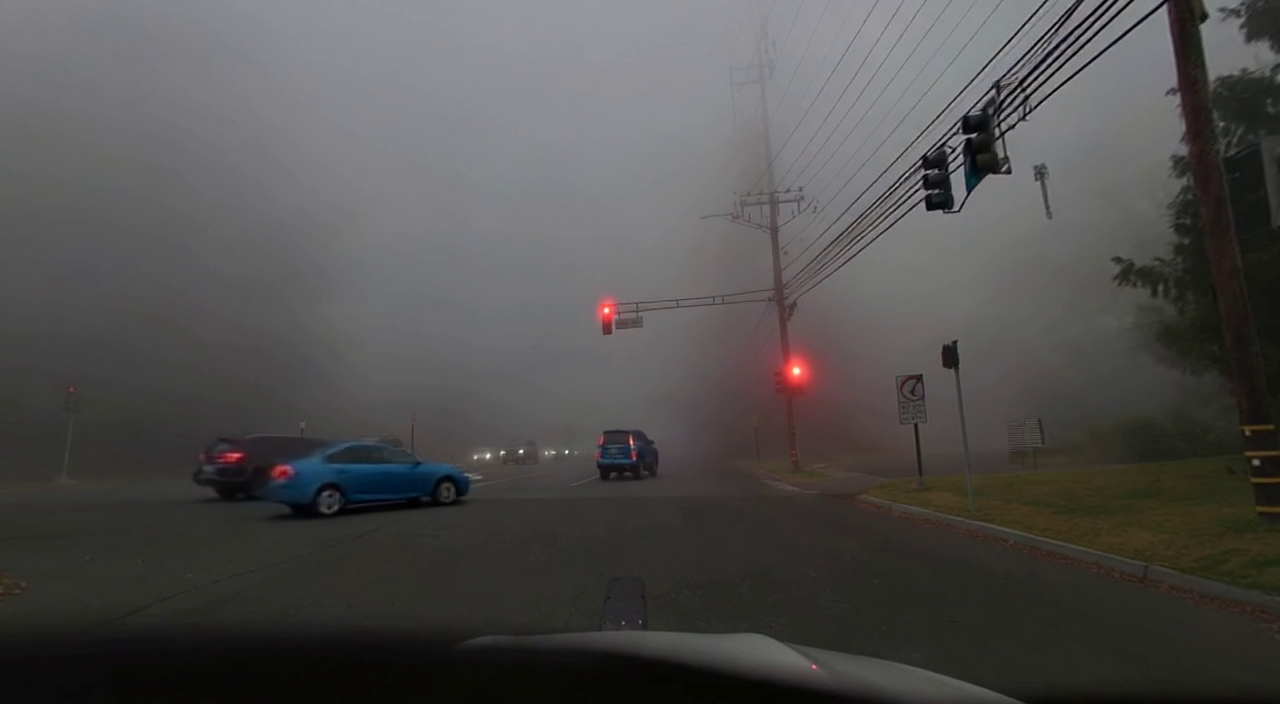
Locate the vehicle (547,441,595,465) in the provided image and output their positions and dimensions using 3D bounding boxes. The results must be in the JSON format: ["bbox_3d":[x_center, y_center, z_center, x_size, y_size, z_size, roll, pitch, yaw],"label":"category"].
[{"bbox_3d":[-4.373,6.507,40.473,1.846,1.446,4.531,-2,-9,10],"label":"vehicle"}]

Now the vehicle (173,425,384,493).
[{"bbox_3d":[-10.549,3.112,18.638,5.044,1.750,1.929,7,-11,-42],"label":"vehicle"}]

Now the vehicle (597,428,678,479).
[{"bbox_3d":[0.046,4.440,27.739,2.137,1.986,5.930,-2,-9,14],"label":"vehicle"}]

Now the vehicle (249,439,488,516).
[{"bbox_3d":[-6.039,2.748,14.413,2.019,1.455,4.529,-8,-12,43],"label":"vehicle"}]
